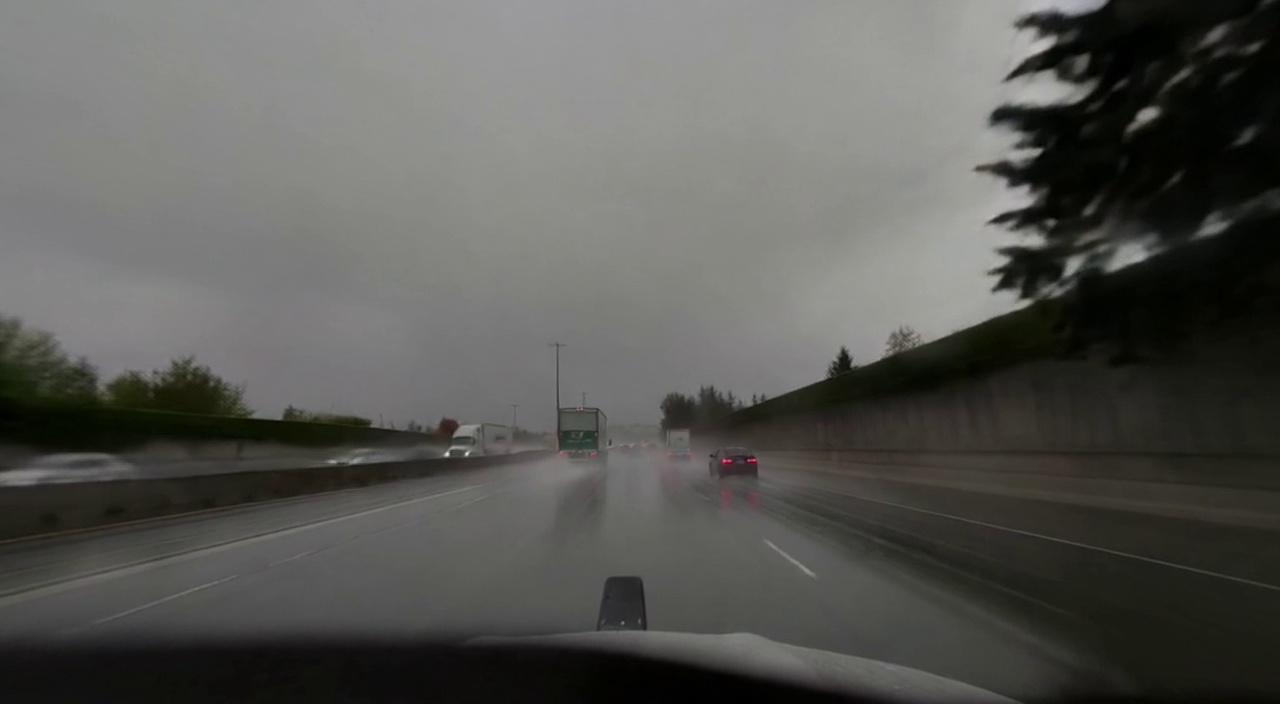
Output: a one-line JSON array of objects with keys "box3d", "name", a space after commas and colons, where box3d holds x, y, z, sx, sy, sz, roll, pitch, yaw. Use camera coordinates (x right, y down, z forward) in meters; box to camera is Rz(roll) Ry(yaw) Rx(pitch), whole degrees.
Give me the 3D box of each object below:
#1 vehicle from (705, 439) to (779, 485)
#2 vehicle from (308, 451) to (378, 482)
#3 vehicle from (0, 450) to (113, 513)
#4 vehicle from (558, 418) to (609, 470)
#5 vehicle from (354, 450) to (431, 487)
[{"box3d": [3.707, 4.080, 23.625, 1.983, 1.545, 4.038, 0, -9, -1], "name": "vehicle"}, {"box3d": [-15.612, 6.020, 33.391, 1.692, 1.483, 4.077, 0, -9, 0], "name": "vehicle"}, {"box3d": [-19.266, 3.946, 19.525, 1.935, 1.800, 4.470, 0, -9, 0], "name": "vehicle"}, {"box3d": [-3.669, 6.255, 42.524, 2.667, 3.195, 6.731, 0, -9, 1], "name": "vehicle"}, {"box3d": [-11.367, 5.345, 29.300, 1.803, 1.570, 4.402, 0, -9, 0], "name": "vehicle"}]
